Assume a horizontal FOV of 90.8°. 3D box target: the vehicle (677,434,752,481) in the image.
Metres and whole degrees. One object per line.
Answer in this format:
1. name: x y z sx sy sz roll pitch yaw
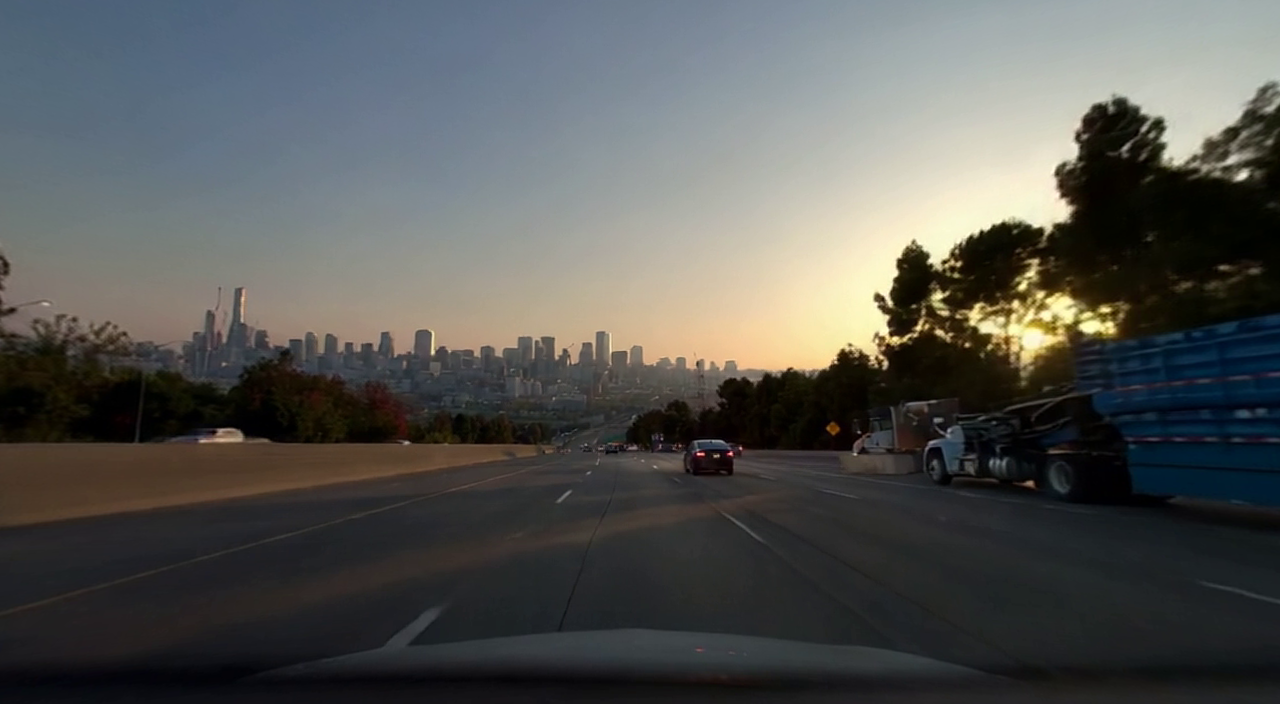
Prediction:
1. vehicle: 2.915 4.248 25.775 2.305 1.729 4.526 1 -8 -2
